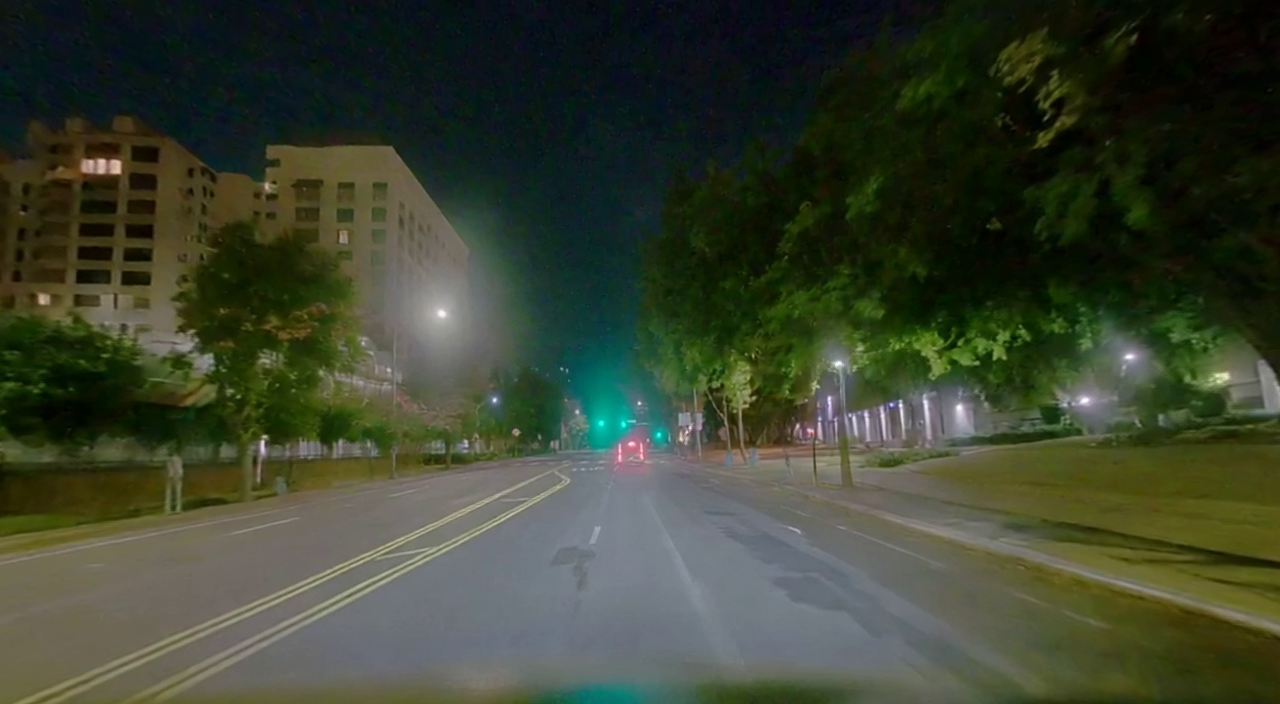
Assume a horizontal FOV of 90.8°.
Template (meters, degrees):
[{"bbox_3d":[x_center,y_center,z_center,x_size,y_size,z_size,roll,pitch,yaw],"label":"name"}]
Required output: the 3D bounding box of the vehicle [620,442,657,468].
[{"bbox_3d":[-0.153,6.229,38.544,2.131,1.474,4.146,0,-8,-2],"label":"vehicle"}]
